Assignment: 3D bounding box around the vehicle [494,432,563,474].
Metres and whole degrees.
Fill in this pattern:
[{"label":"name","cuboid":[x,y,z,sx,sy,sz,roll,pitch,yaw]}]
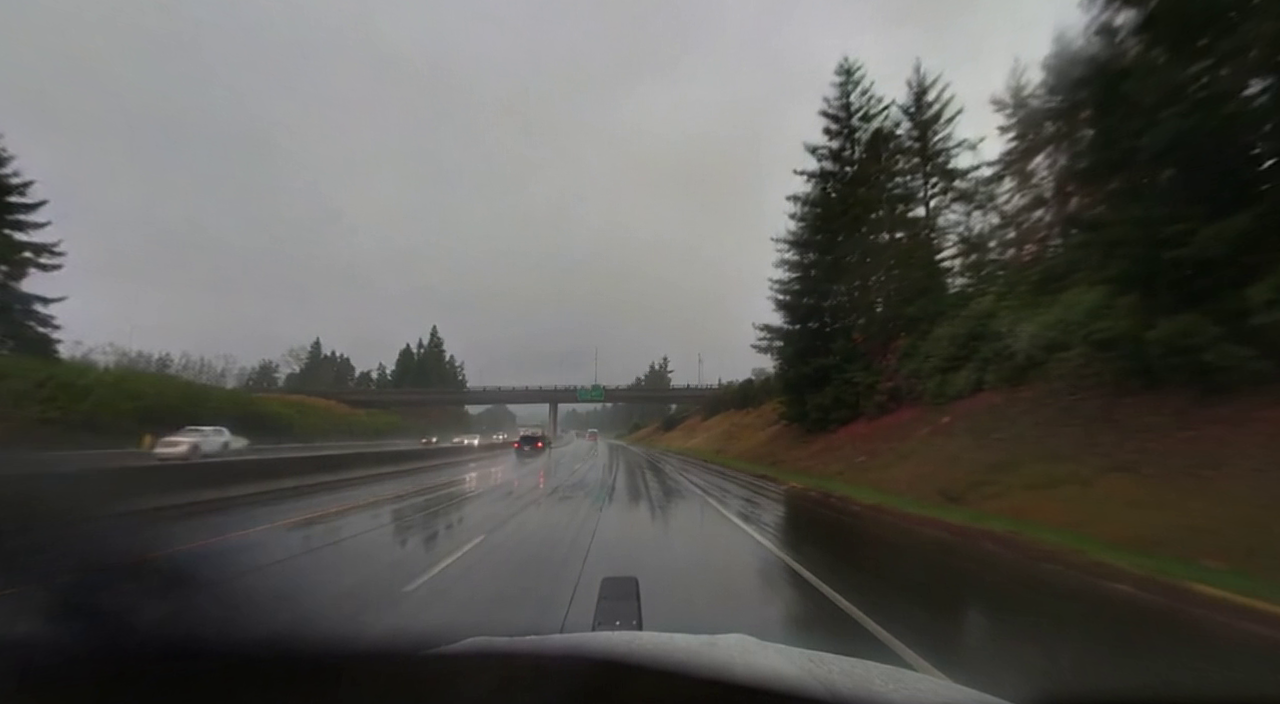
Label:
[{"label":"vehicle","cuboid":[-4.337,3.981,25.170,2.005,1.509,4.260,0,-8,-1]}]
